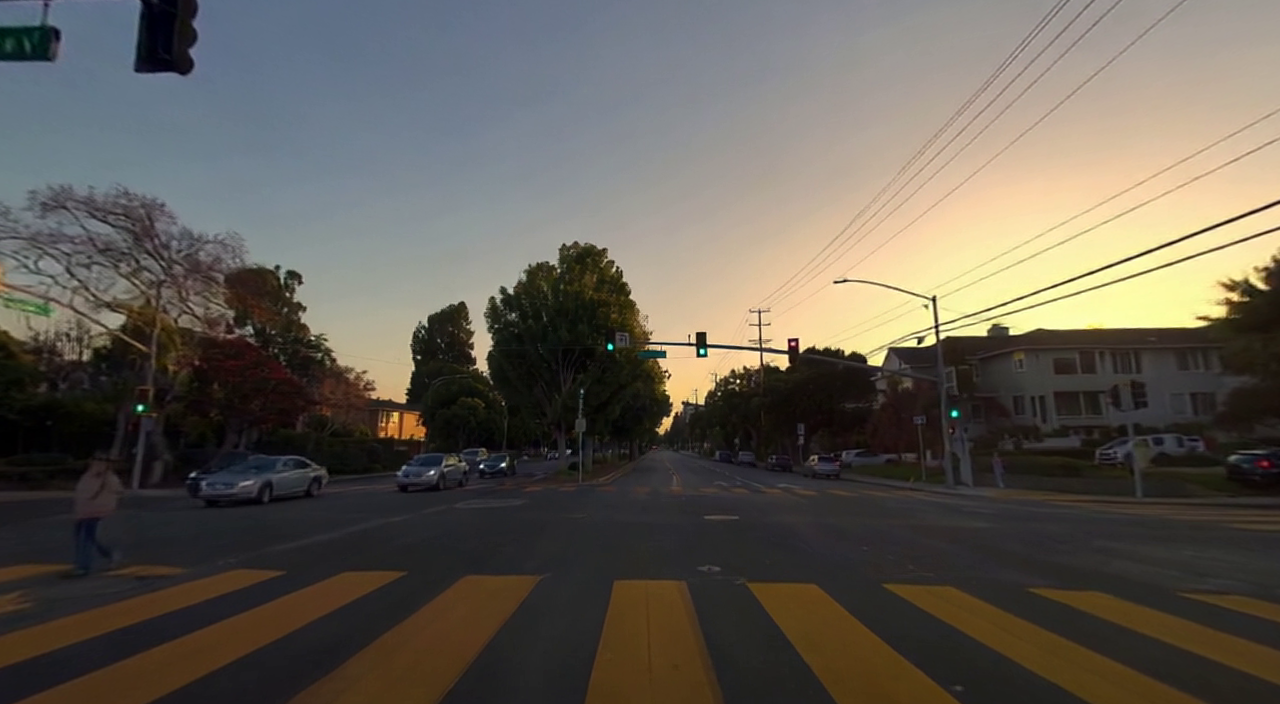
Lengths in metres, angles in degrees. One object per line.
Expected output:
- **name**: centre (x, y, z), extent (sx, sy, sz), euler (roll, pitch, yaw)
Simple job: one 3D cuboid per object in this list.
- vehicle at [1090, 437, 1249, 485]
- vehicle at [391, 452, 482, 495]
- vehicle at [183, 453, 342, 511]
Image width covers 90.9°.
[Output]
- **vehicle**: centre (25.392, 5.211, 30.567), extent (2.177, 2.086, 5.514), euler (2, -9, -14)
- **vehicle**: centre (-7.689, 4.627, 24.331), extent (1.958, 1.415, 4.312), euler (0, -8, 2)
- **vehicle**: centre (-10.942, 3.764, 18.707), extent (2.007, 1.451, 4.242), euler (0, -8, 1)
